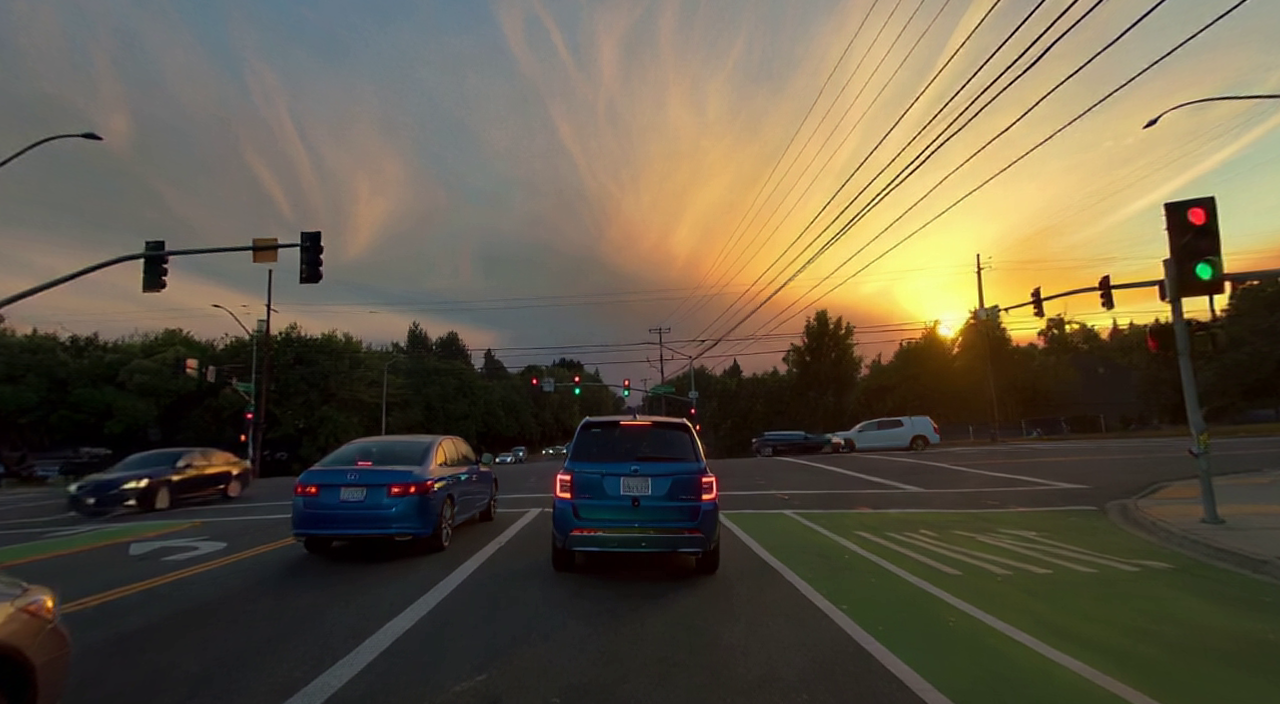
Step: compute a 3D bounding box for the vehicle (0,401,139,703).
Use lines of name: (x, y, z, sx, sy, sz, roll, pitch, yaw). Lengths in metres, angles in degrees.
vehicle: (-3.350, 0.654, 0.440, 1.928, 1.488, 4.936, 0, -8, 0)

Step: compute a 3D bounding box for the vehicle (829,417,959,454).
vehicle: (13.853, 4.601, 34.814, 6.143, 1.944, 2.229, -1, -8, 5)

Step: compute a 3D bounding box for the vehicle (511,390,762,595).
vehicle: (-0.060, 1.523, 7.615, 2.182, 1.773, 4.041, 0, -8, -1)

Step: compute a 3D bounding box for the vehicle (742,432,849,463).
vehicle: (7.654, 4.743, 31.423, 4.715, 1.438, 2.023, -7, -11, 37)

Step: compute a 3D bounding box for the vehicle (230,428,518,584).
vehicle: (-2.934, 1.765, 8.012, 1.969, 1.486, 3.702, 0, -8, 1)

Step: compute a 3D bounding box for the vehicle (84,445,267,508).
vehicle: (-13.692, 3.647, 19.071, 2.079, 1.656, 4.545, 0, -8, -1)
